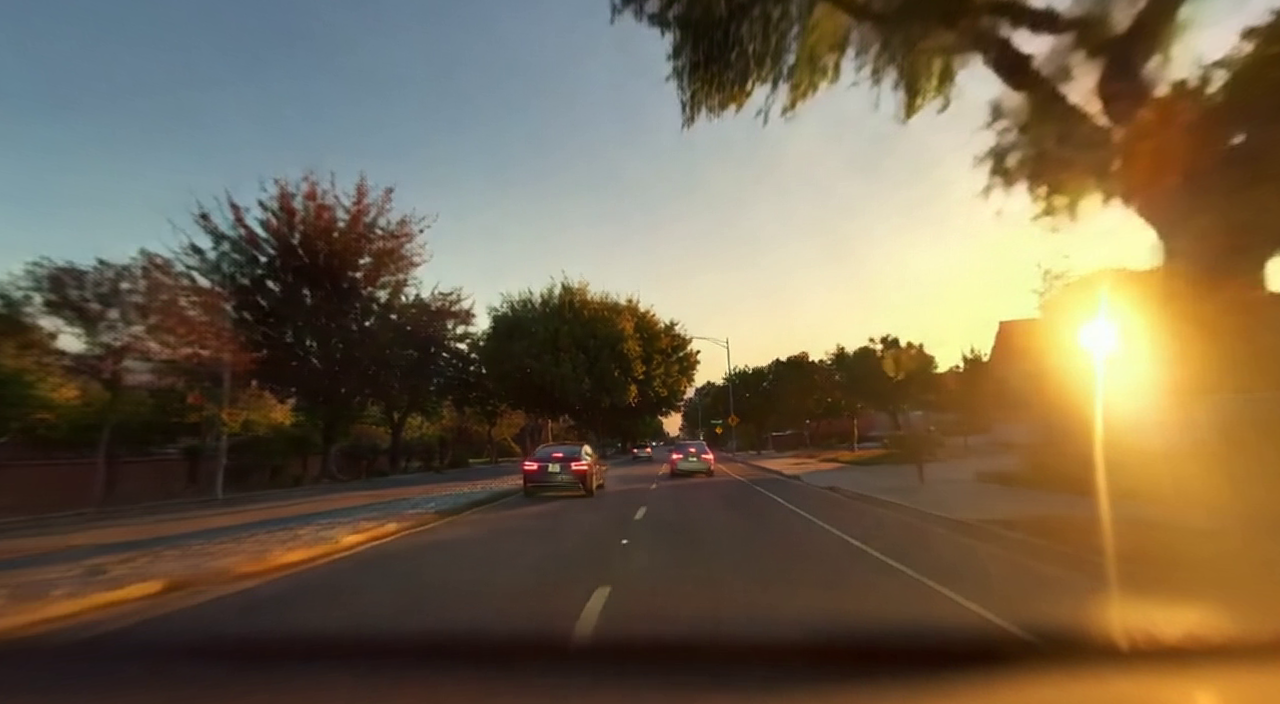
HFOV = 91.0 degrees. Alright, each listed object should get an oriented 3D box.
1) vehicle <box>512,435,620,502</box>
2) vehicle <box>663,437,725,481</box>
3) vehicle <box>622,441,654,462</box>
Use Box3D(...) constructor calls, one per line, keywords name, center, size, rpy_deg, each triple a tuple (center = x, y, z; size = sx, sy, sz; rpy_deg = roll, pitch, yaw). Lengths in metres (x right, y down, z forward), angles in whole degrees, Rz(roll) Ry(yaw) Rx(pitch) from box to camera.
Box3D(name="vehicle", center=(-1.741, 2.955, 16.424), size=(2.030, 1.467, 4.403), rpy_deg=(-1, -8, 3))
Box3D(name="vehicle", center=(1.924, 3.931, 23.392), size=(2.065, 1.456, 4.099), rpy_deg=(-1, -8, 2))
Box3D(name="vehicle", center=(-0.105, 7.270, 46.171), size=(2.114, 1.500, 3.912), rpy_deg=(-1, -8, 3))
